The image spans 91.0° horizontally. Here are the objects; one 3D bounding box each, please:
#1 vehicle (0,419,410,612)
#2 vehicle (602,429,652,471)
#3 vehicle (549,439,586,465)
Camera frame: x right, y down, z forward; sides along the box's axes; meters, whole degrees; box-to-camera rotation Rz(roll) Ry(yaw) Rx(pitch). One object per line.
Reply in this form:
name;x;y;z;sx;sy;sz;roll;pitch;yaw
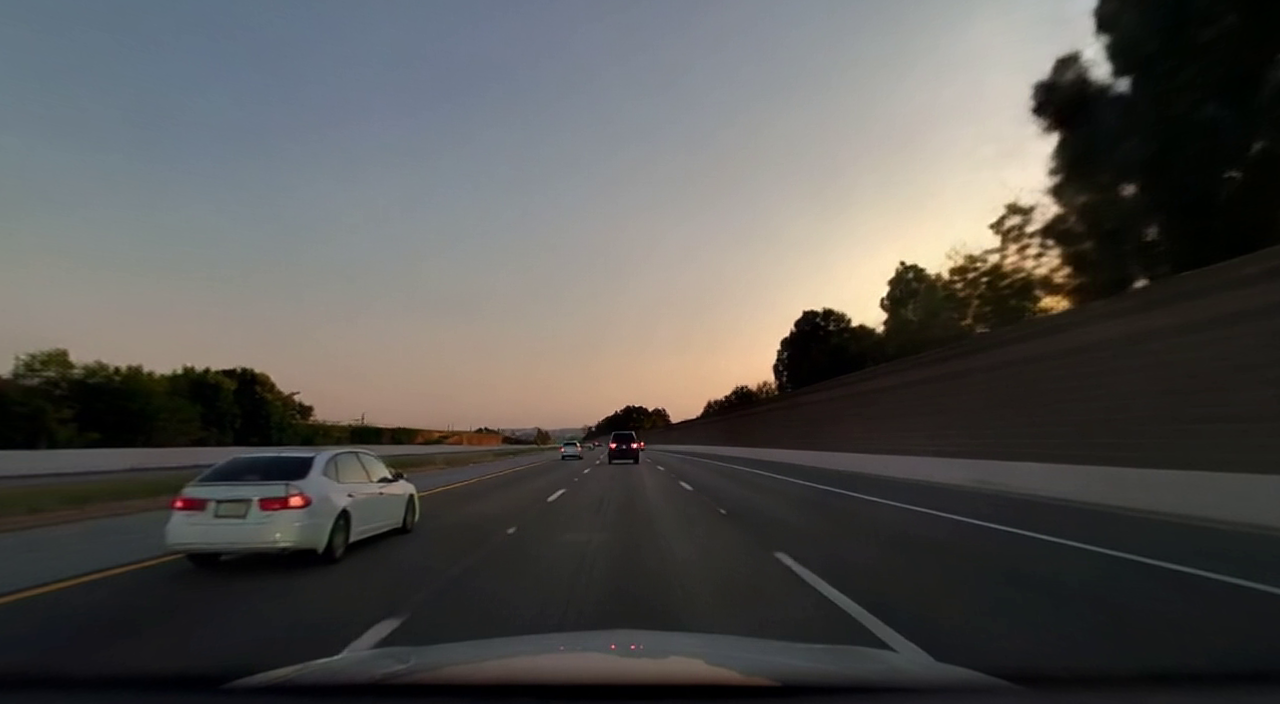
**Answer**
vehicle;-4.267;1.603;7.083;1.945;1.550;3.780;0;-8;0
vehicle;-0.662;4.939;31.994;2.382;1.973;4.439;0;-8;-1
vehicle;-4.799;6.657;42.062;2.039;1.602;4.317;0;-8;-1
